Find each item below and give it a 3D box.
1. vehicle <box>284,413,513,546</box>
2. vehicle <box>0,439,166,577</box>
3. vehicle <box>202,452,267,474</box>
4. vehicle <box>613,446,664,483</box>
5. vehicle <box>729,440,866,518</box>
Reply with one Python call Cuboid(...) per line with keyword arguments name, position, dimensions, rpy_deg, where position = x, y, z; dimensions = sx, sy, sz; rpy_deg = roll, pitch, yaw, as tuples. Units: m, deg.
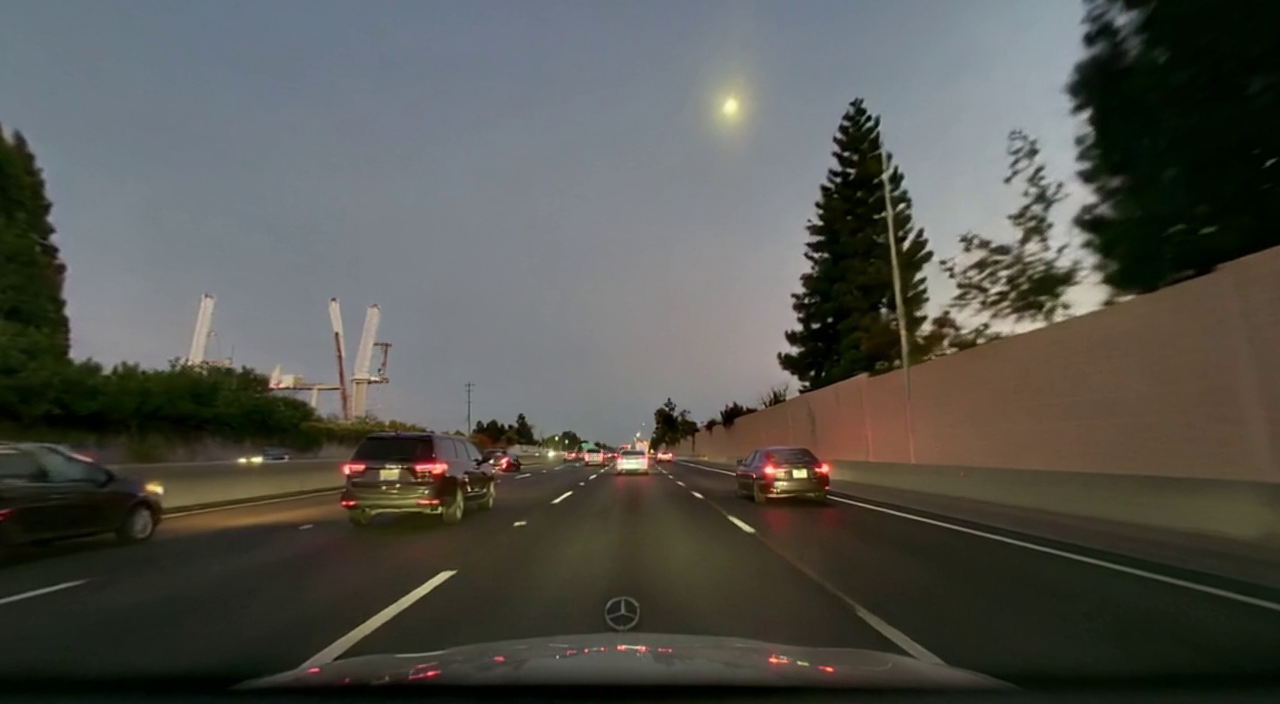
Cuboid(name="vehicle", position=(-3.681, 2.041, 10.715), dimensions=(2.121, 1.775, 4.335), rpy_deg=(0, -9, 0))
Cuboid(name="vehicle", position=(-7.847, 1.702, 6.937), dimensions=(1.908, 1.476, 4.342), rpy_deg=(0, -9, 0))
Cuboid(name="vehicle", position=(-31.479, 8.606, 49.220), dimensions=(1.940, 1.670, 4.764), rpy_deg=(0, -9, 0))
Cuboid(name="vehicle", position=(-0.101, 4.831, 27.431), dimensions=(2.045, 1.452, 4.040), rpy_deg=(0, -9, -1))
Cuboid(name="vehicle", position=(3.442, 2.845, 14.773), dimensions=(1.917, 1.507, 4.540), rpy_deg=(0, -9, -2))
